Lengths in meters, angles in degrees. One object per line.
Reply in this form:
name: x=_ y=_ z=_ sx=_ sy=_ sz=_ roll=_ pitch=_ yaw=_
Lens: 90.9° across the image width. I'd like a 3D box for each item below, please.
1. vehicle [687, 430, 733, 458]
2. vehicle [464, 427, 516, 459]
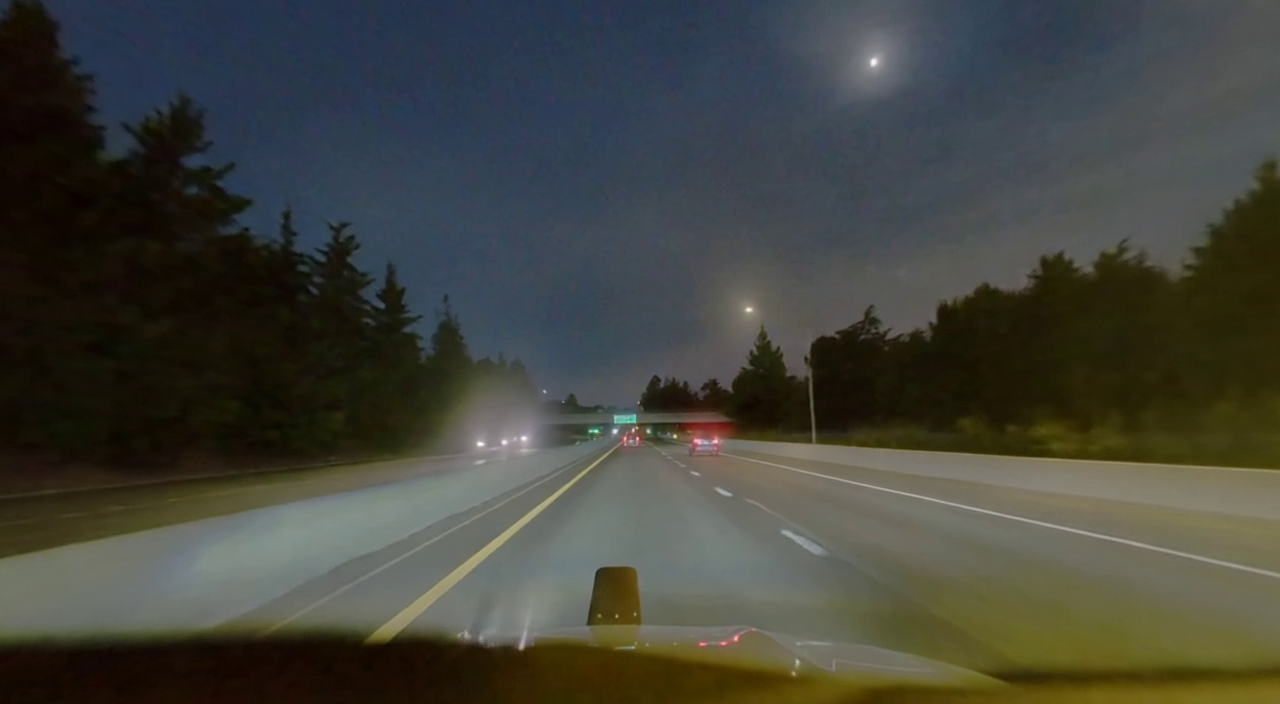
vehicle: x=3.977 y=5.301 z=36.506 sx=2.010 sy=1.526 sz=4.438 roll=0 pitch=-8 yaw=-2
vehicle: x=-9.198 y=5.612 z=39.041 sx=1.986 sy=1.784 sz=5.223 roll=0 pitch=-8 yaw=0
